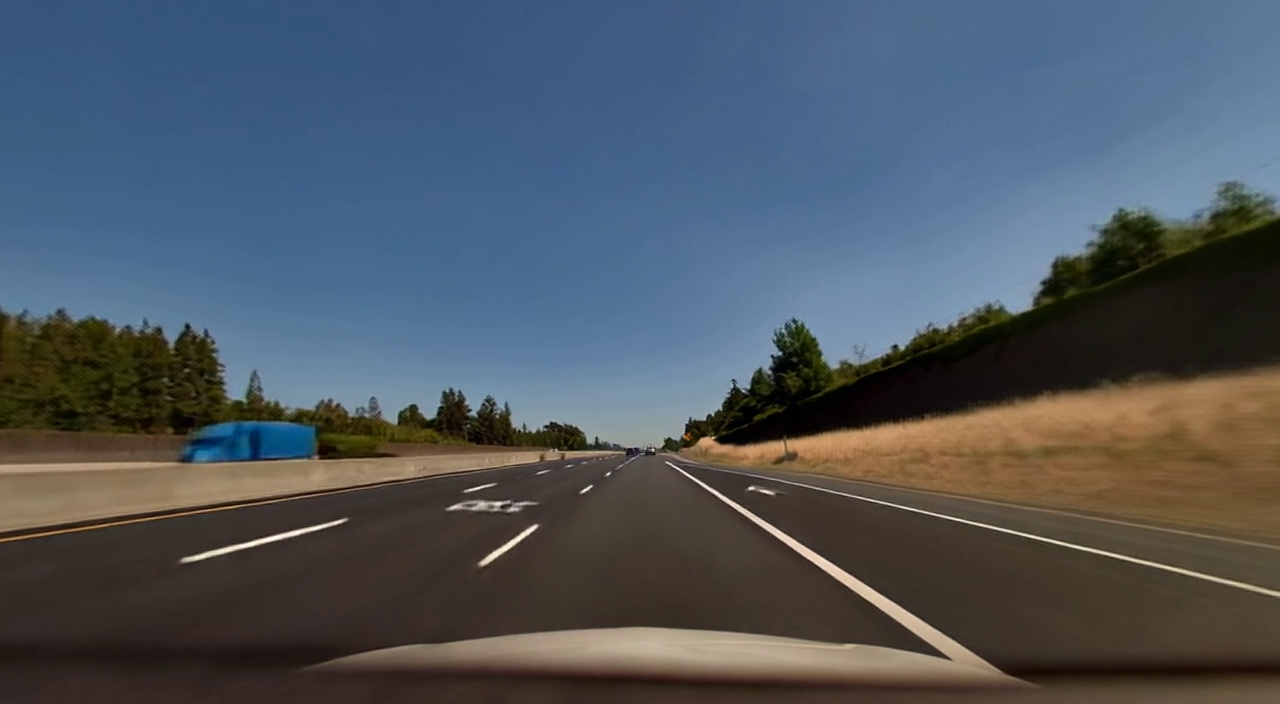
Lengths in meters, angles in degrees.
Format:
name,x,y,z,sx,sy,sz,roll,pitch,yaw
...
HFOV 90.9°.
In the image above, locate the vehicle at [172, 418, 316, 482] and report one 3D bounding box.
name,x,y,z,sx,sy,sz,roll,pitch,yaw
vehicle,-22.052,5.574,35.806,2.916,3.179,7.832,0,-9,1
